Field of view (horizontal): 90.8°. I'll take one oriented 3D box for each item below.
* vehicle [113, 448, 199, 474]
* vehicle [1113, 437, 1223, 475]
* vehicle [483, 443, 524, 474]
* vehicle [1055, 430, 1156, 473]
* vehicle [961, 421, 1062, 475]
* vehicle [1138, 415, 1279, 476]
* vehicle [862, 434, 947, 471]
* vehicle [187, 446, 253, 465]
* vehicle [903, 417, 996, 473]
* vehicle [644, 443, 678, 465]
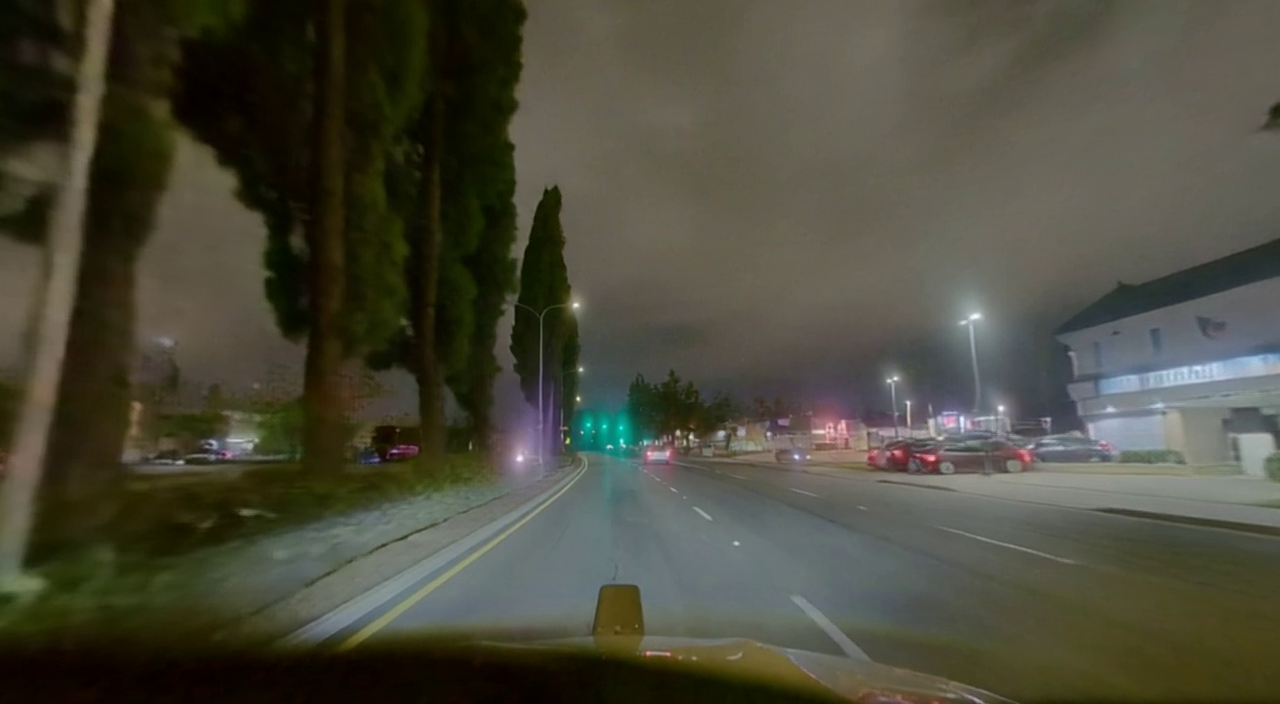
[{"bbox_3d":[-31.661,7.128,41.399,3.952,1.462,1.857,2,-6,-6],"label":"vehicle"},{"bbox_3d":[25.854,5.085,31.139,1.917,1.720,4.071,0,-9,2],"label":"vehicle"},{"bbox_3d":[-8.089,6.346,37.845,2.180,1.556,5.130,2,-7,-11],"label":"vehicle"},{"bbox_3d":[22.748,4.887,31.273,2.747,1.912,6.426,-4,-9,25],"label":"vehicle"},{"bbox_3d":[18.396,4.718,31.117,2.727,2.396,5.918,-9,-12,44],"label":"vehicle"},{"bbox_3d":[28.974,4.660,31.591,2.248,2.714,6.788,0,-9,-3],"label":"vehicle"},{"bbox_3d":[15.117,5.695,35.937,5.161,1.927,2.464,8,-12,-43],"label":"vehicle"},{"bbox_3d":[-32.473,8.025,48.932,3.768,1.443,1.800,0,-9,-4],"label":"vehicle"},{"bbox_3d":[16.290,4.871,33.105,5.908,2.641,2.303,8,-12,-43],"label":"vehicle"},{"bbox_3d":[1.436,7.292,45.196,1.913,1.473,4.360,1,-9,-5],"label":"vehicle"}]
